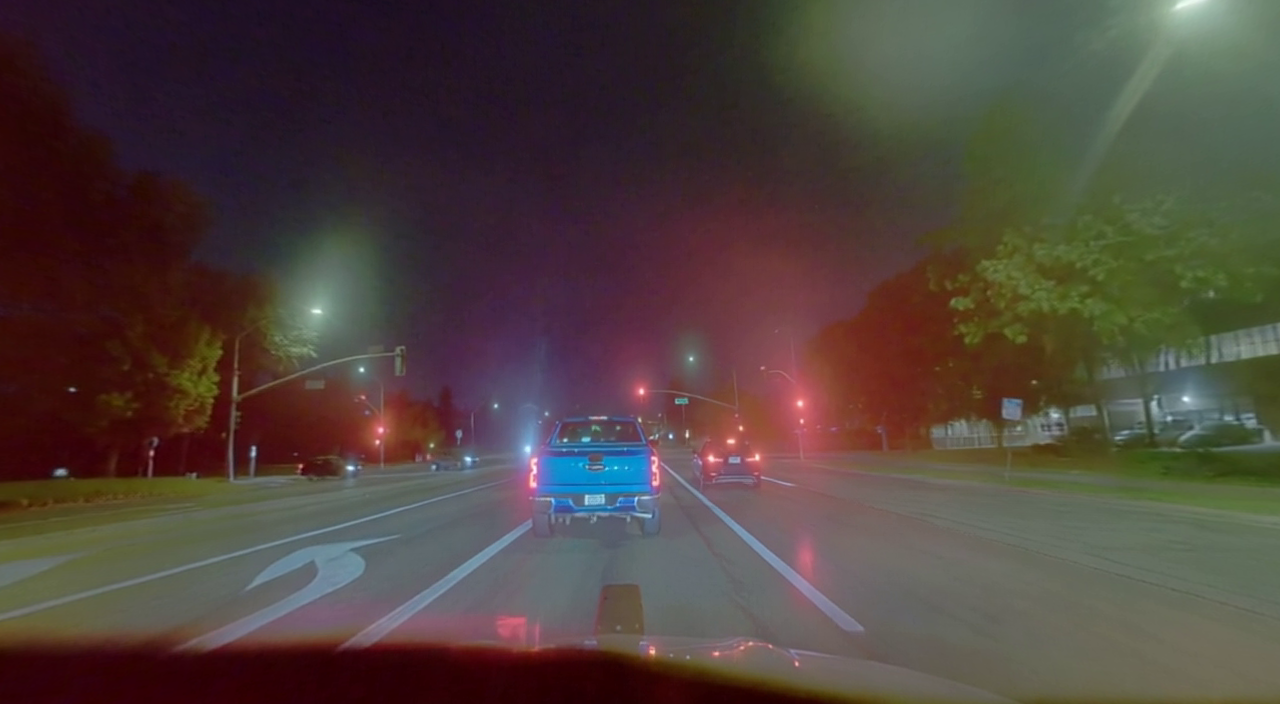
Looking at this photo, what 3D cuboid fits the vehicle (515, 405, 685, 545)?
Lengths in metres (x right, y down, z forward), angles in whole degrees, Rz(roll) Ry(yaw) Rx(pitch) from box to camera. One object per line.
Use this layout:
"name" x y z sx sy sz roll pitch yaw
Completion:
"vehicle" -0.526 1.903 10.434 2.145 1.762 4.731 0 -8 -1

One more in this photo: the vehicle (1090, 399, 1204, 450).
"vehicle" 30.382 4.432 38.047 2.892 2.881 4.178 2 -9 -16

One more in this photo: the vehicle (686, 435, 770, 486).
"vehicle" 2.772 3.552 20.998 2.073 1.484 4.437 0 -8 -1
